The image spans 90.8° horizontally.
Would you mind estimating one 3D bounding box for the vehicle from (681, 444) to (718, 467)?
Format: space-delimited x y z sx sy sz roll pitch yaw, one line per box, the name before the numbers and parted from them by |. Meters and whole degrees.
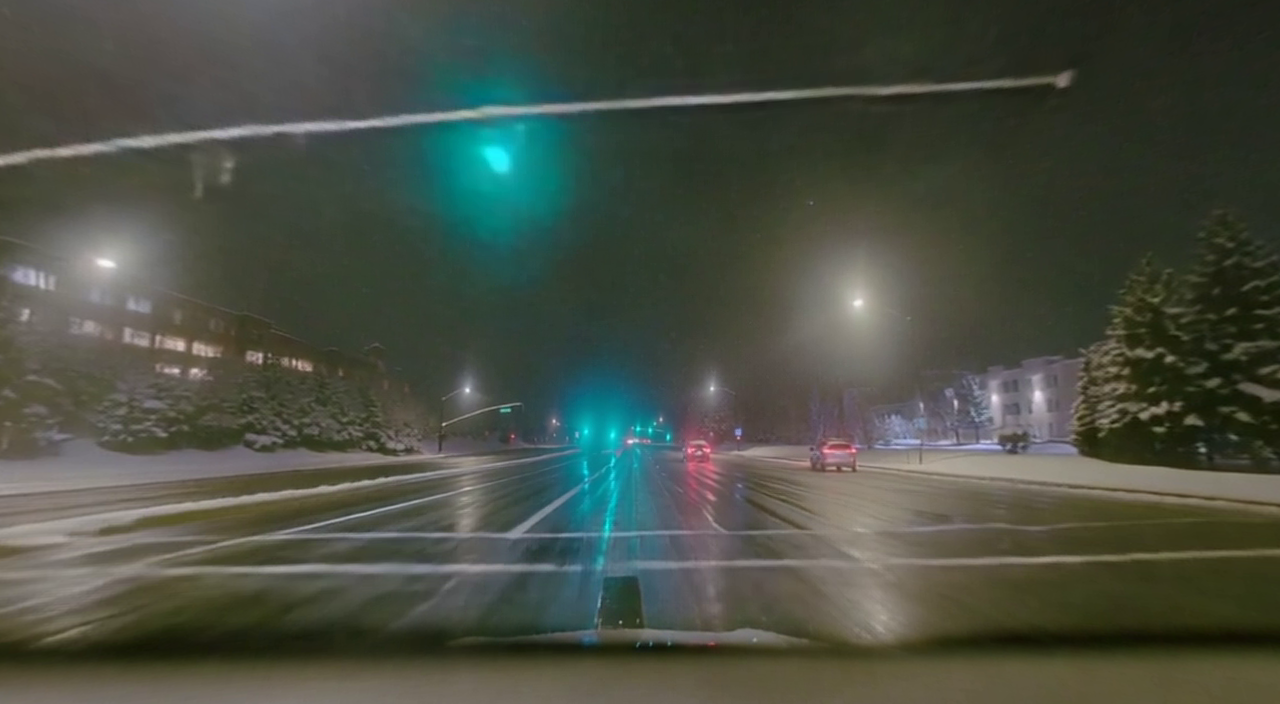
vehicle | 4.145 7.305 44.803 2.187 1.475 4.529 0 -8 -1
